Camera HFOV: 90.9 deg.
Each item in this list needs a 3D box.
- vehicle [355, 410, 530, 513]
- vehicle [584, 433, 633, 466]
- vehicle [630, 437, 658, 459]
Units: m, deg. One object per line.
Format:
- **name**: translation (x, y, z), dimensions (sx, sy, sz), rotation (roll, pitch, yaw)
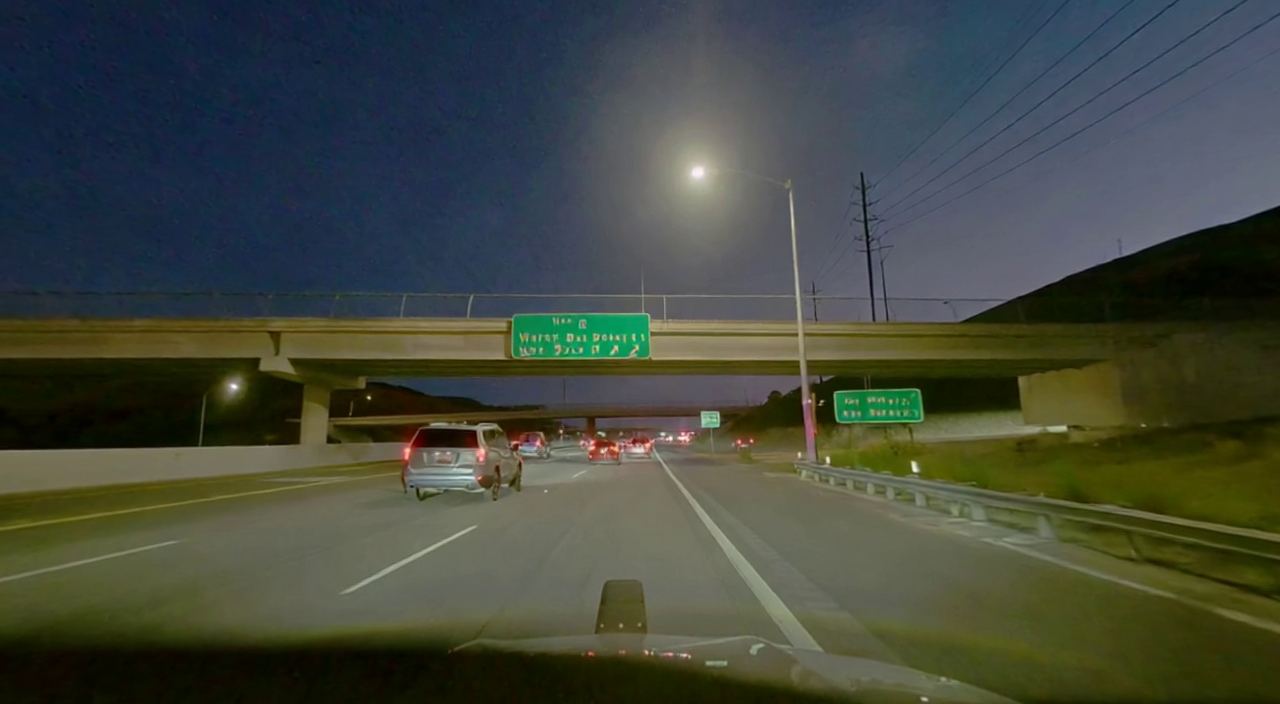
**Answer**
- **vehicle**: translation (-3.989, 2.332, 13.838), dimensions (2.228, 1.845, 4.847), rotation (0, -8, 1)
- **vehicle**: translation (-1.645, 5.346, 34.624), dimensions (2.193, 1.651, 3.946), rotation (-1, -8, 5)
- **vehicle**: translation (0.280, 6.738, 44.123), dimensions (1.855, 1.450, 3.716), rotation (0, -8, 1)
